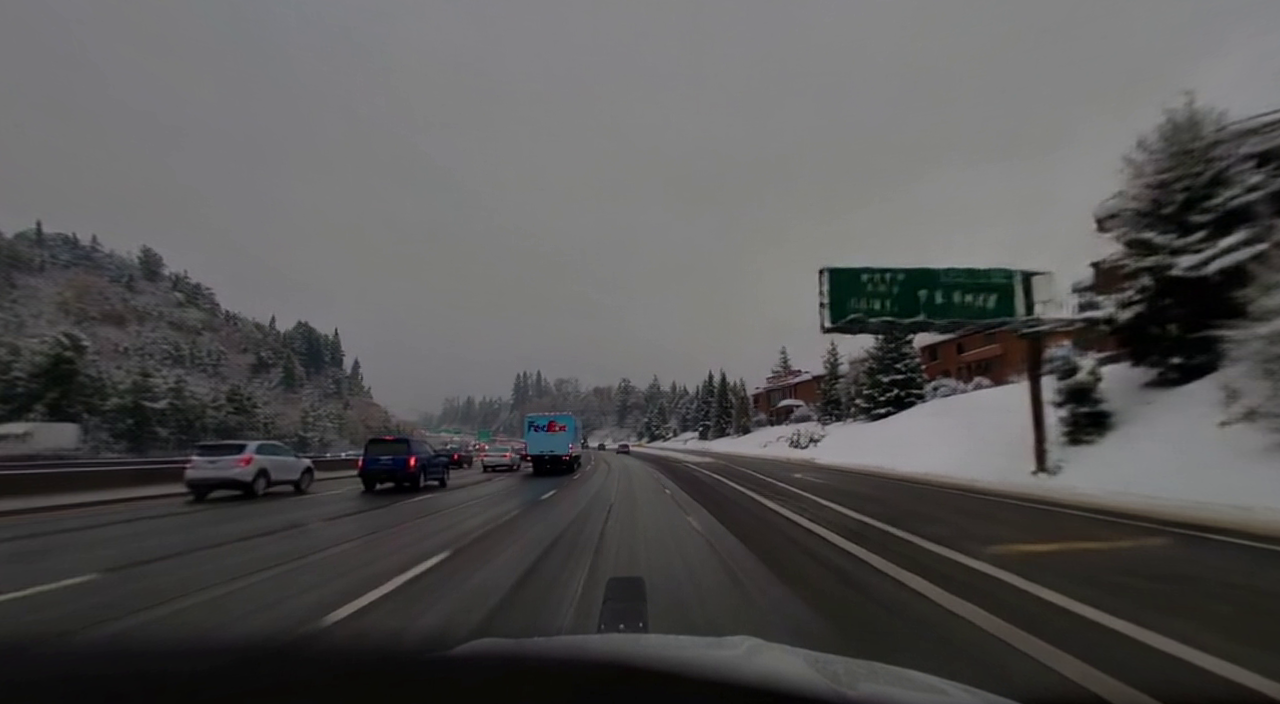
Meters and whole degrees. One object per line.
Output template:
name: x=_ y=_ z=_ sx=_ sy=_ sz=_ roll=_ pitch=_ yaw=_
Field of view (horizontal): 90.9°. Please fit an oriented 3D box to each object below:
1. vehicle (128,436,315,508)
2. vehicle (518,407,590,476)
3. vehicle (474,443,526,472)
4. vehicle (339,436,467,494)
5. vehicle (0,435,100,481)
vehicle: x=-11.735 y=3.362 z=18.236 sx=2.188 sy=1.784 sz=4.724 roll=0 pitch=-8 yaw=-1
vehicle: x=-4.374 y=4.794 z=33.712 sx=2.798 sy=3.212 sz=7.573 roll=0 pitch=-8 yaw=0
vehicle: x=-8.437 y=6.379 z=38.438 sx=2.143 sy=1.628 sz=4.559 roll=0 pitch=-8 yaw=-1
vehicle: x=-7.954 y=3.843 z=21.872 sx=2.461 sy=1.767 sz=4.991 roll=0 pitch=-8 yaw=0
vehicle: x=-33.201 y=5.586 z=33.569 sx=2.677 sy=2.234 sz=7.185 roll=0 pitch=-8 yaw=-2
